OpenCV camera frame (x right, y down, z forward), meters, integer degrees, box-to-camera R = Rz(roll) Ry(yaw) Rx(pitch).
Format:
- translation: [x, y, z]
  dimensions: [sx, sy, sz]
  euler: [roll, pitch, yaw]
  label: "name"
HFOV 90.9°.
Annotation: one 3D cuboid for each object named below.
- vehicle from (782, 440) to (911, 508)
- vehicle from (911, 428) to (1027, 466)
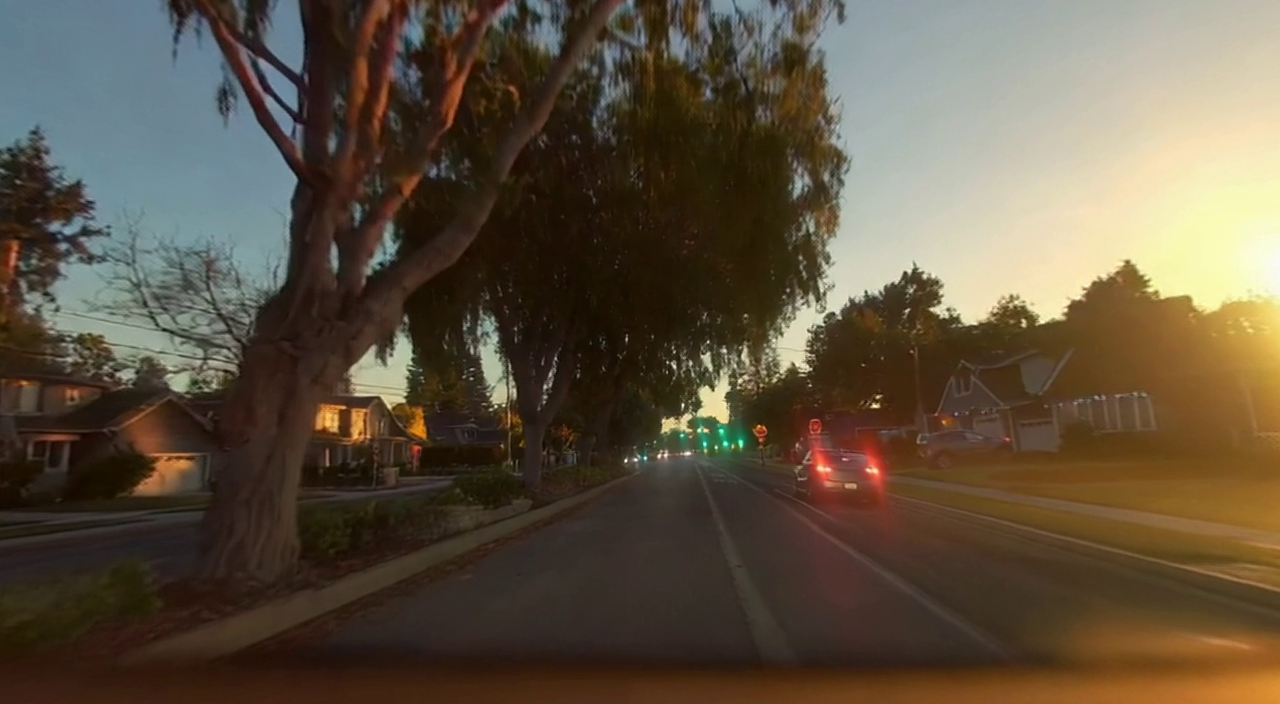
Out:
- translation: [5.224, 3.119, 16.712]
  dimensions: [1.979, 1.524, 4.578]
  euler: [0, -8, 2]
  label: "vehicle"
- translation: [13.812, 4.024, 26.672]
  dimensions: [3.827, 1.512, 1.855]
  euler: [-1, -8, 5]
  label: "vehicle"
